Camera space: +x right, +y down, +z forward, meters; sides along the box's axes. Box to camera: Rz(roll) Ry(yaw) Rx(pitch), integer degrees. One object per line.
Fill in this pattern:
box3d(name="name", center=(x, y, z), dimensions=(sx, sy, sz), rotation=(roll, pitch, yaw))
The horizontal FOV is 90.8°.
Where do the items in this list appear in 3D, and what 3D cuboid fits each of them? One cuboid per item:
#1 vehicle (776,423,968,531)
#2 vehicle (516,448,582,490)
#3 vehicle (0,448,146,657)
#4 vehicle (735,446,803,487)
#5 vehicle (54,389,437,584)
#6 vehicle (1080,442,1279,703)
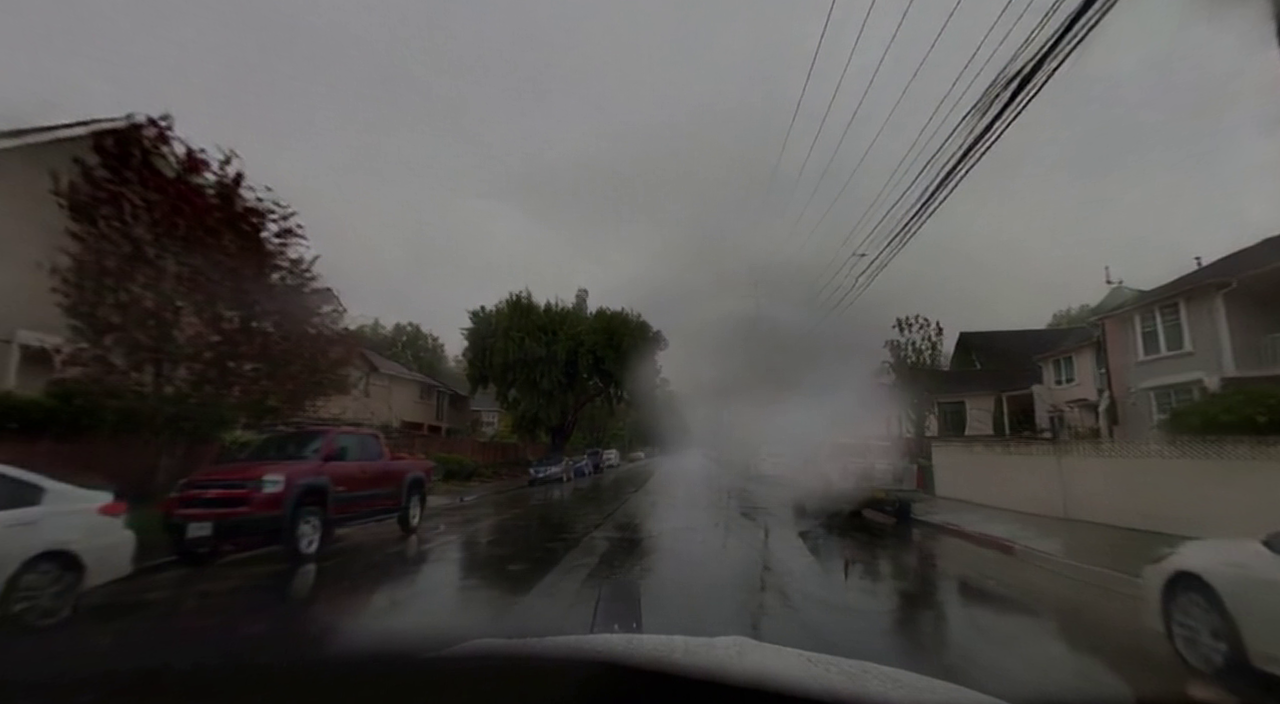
box3d(name="vehicle", center=(5.136, 2.853, 15.210), dimensions=(2.547, 2.075, 5.693), rotation=(0, -8, 1))
box3d(name="vehicle", center=(-3.837, 5.036, 27.615), dimensions=(1.971, 1.648, 4.638), rotation=(-1, -8, 3))
box3d(name="vehicle", center=(-5.497, 1.230, 3.397), dimensions=(1.823, 1.427, 4.407), rotation=(-3, -11, 6))
box3d(name="vehicle", center=(6.520, 5.803, 32.671), dimensions=(2.462, 1.894, 6.076), rotation=(0, -8, 2))
box3d(name="vehicle", center=(-5.026, 1.876, 9.238), dimensions=(2.194, 1.995, 4.814), rotation=(-3, -10, 5))
box3d(name="vehicle", center=(4.357, 1.128, 2.589), dimensions=(1.973, 1.517, 4.604), rotation=(-1, -8, 3))
